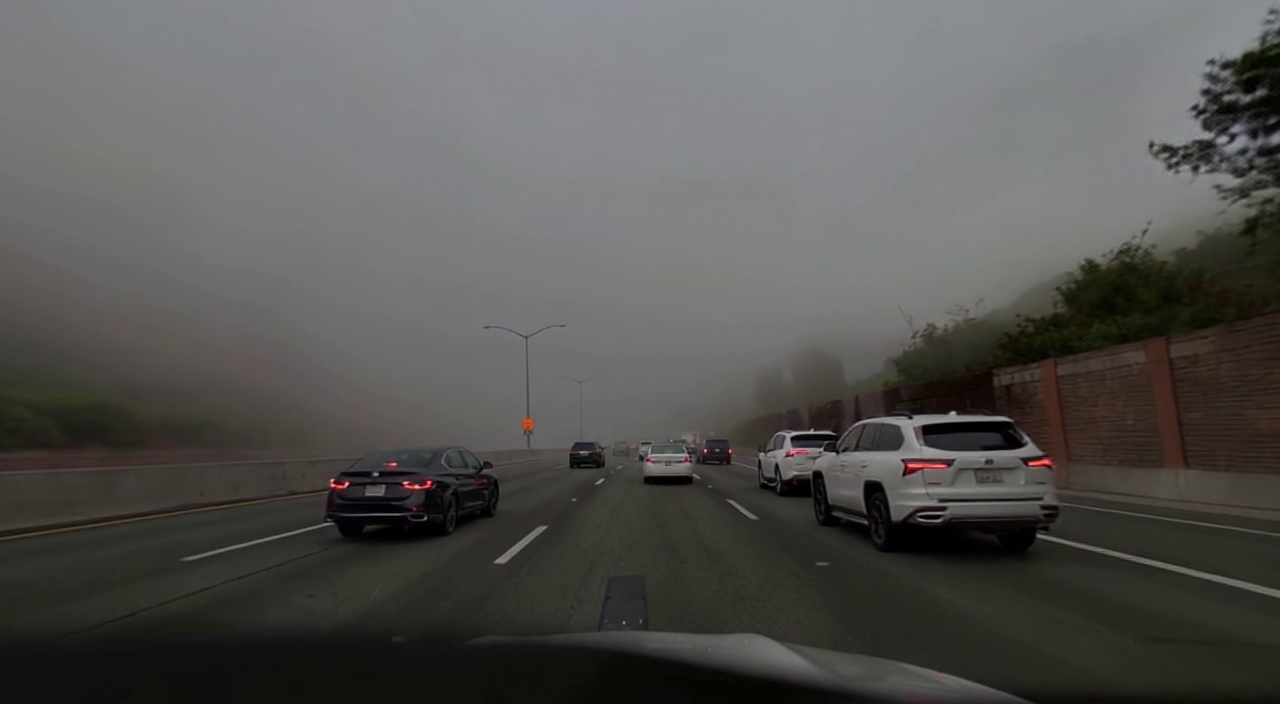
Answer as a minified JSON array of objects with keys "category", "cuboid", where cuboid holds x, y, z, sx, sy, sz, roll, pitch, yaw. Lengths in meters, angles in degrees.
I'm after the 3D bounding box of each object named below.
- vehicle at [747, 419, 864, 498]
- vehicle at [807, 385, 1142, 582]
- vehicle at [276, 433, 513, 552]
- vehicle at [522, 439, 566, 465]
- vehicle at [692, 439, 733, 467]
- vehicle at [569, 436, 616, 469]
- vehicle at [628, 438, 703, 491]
[{"category":"vehicle","cuboid":[4.305,2.856,17.264,1.970,1.872,4.575,0,-8,0]},{"category":"vehicle","cuboid":[3.708,1.542,8.141,1.930,1.831,4.344,0,-8,0]},{"category":"vehicle","cuboid":[-3.500,2.069,10.065,1.961,1.456,4.362,0,-8,1]},{"category":"vehicle","cuboid":[-6.640,6.954,44.101,2.055,1.751,4.825,0,-8,3]},{"category":"vehicle","cuboid":[4.097,5.746,36.068,1.855,1.513,3.915,0,-8,0]},{"category":"vehicle","cuboid":[-2.730,5.913,37.369,2.154,1.793,4.736,0,-8,3]},{"category":"vehicle","cuboid":[0.726,3.449,19.676,2.105,1.471,3.978,0,-8,0]}]
